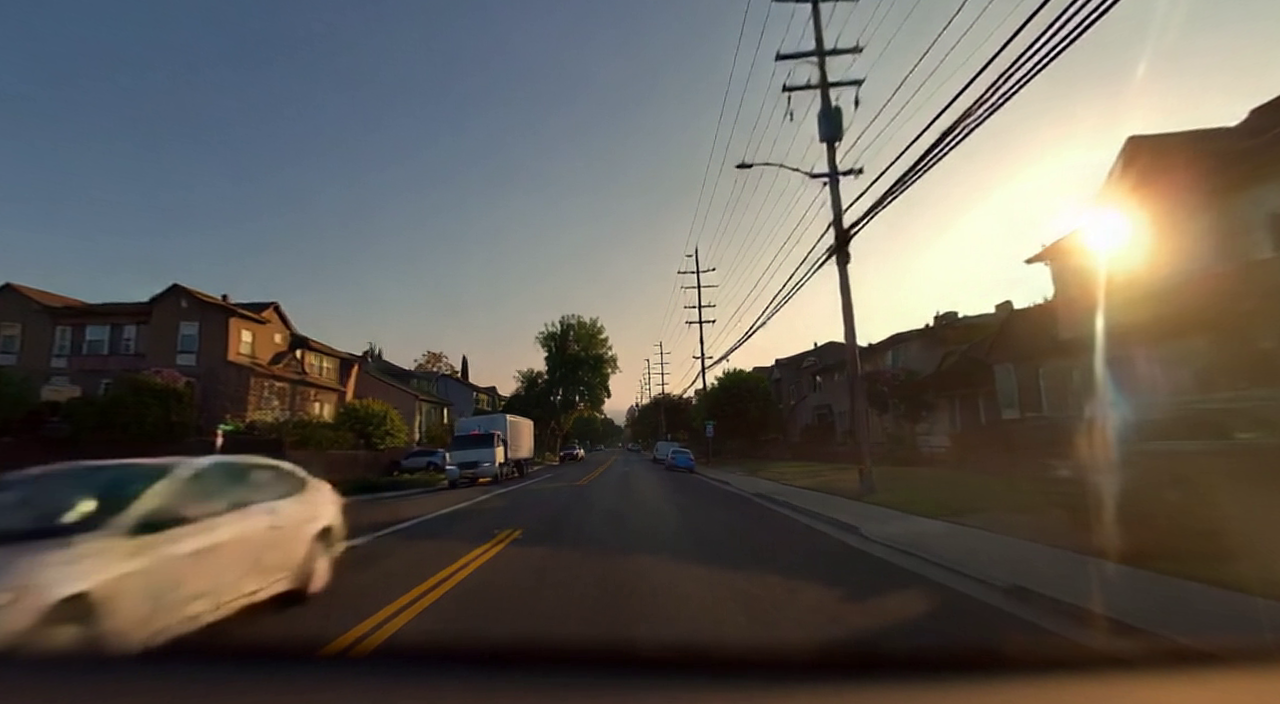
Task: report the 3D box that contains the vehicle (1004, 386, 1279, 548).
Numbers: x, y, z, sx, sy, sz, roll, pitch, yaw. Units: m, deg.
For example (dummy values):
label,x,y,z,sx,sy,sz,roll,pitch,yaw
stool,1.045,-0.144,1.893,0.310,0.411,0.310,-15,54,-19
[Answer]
label,x,y,z,sx,sy,sz,roll,pitch,yaw
vehicle,8.046,1.445,8.549,4.836,1.806,2.121,-2,-8,-2

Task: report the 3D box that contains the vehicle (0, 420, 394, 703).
label,x,y,z,sx,sy,sz,roll,pitch,yaw
vehicle,-3.591,1.321,4.522,1.912,1.491,4.375,0,-8,0

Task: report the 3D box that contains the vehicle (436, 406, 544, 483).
label,x,y,z,sx,sy,sz,roll,pitch,yaw
vehicle,-6.932,4.526,30.652,3.197,3.187,7.847,-1,-9,1

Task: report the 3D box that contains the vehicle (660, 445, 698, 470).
label,x,y,z,sx,sy,sz,roll,pitch,yaw
vehicle,2.331,6.475,39.053,1.890,1.463,4.952,0,-8,-2
